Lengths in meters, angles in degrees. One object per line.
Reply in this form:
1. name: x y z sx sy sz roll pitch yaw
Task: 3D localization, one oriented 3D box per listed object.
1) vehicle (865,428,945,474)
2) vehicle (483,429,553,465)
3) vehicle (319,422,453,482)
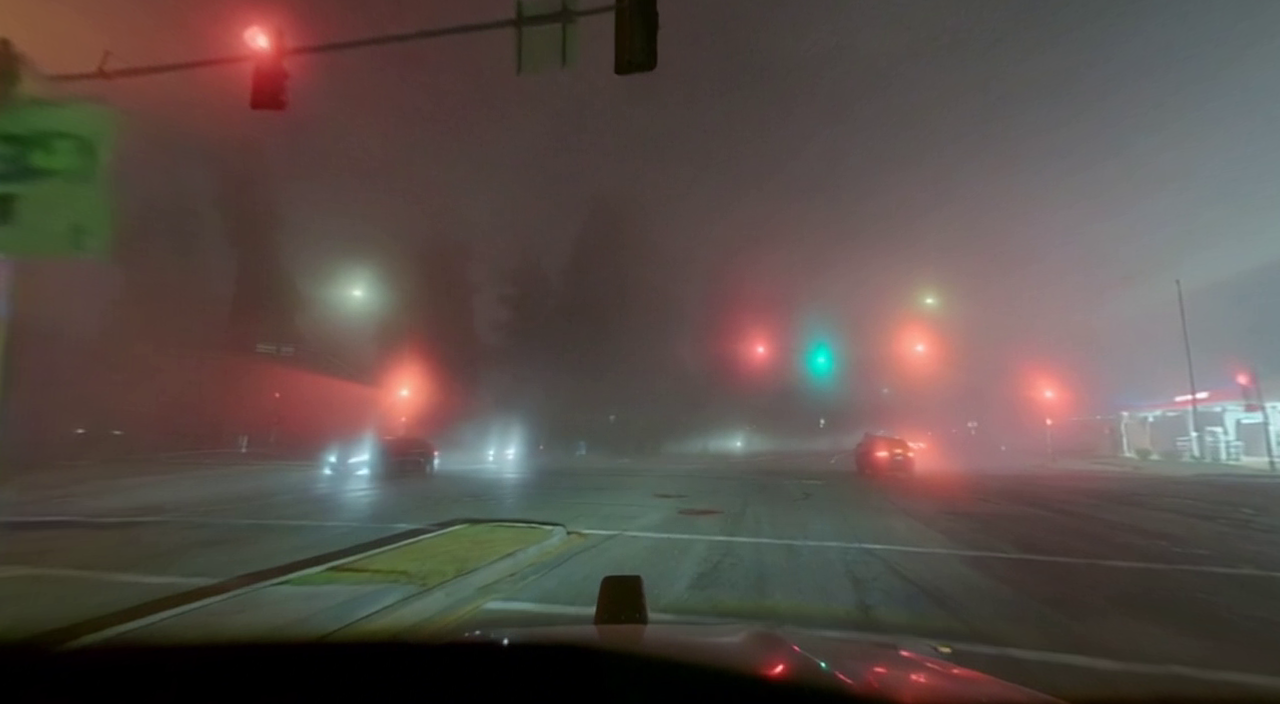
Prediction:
1. vehicle: 10.808 4.053 25.929 2.090 1.717 4.063 -1 -8 9
2. vehicle: -6.522 5.155 34.160 2.090 1.779 4.697 -1 -9 11
3. vehicle: -8.612 3.436 21.829 2.112 1.853 4.516 -1 -9 10
